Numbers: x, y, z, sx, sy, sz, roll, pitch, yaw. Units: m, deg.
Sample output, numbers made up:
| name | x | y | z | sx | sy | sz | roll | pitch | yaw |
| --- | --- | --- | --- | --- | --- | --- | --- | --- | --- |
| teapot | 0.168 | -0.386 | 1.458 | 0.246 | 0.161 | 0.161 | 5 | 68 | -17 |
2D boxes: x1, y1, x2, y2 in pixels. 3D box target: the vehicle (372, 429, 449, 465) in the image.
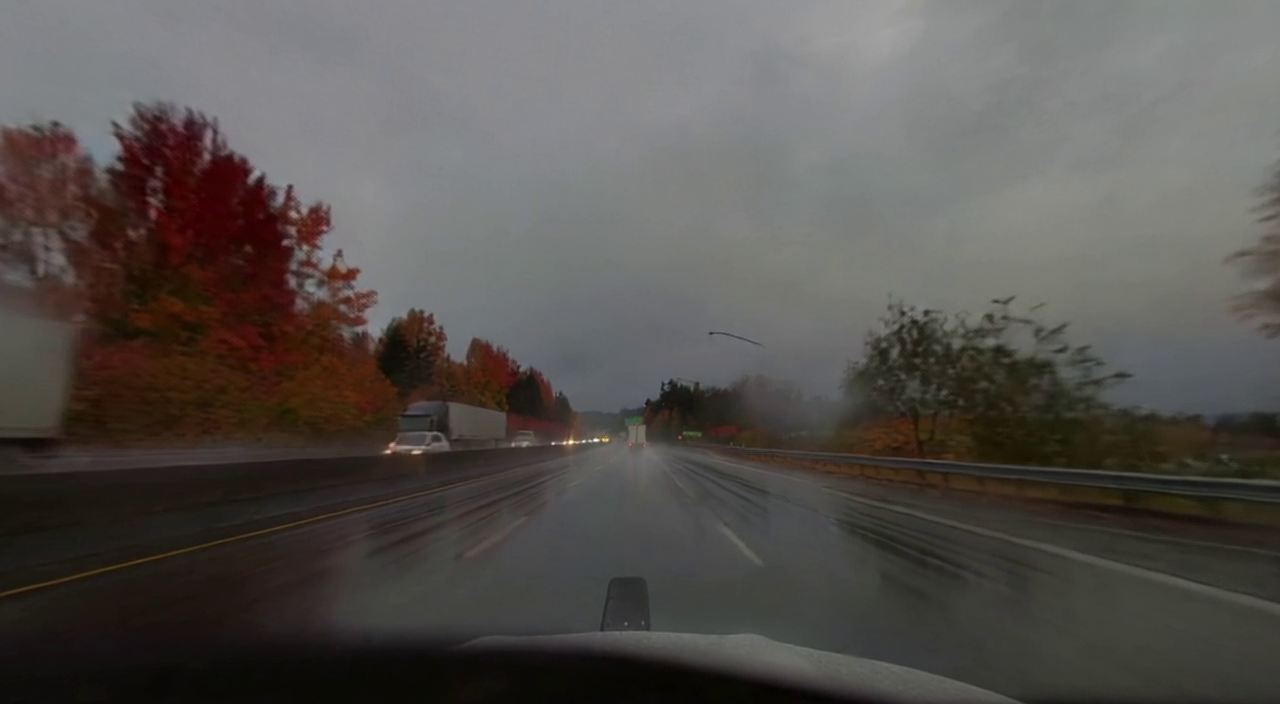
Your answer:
| name | x | y | z | sx | sy | sz | roll | pitch | yaw |
| --- | --- | --- | --- | --- | --- | --- | --- | --- | --- |
| vehicle | -11.468 | 4.777 | 31.806 | 2.064 | 1.654 | 4.828 | 0 | -8 | 0 |

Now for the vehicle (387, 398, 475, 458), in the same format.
| name | x | y | z | sx | sy | sz | roll | pitch | yaw |
| --- | --- | --- | --- | --- | --- | --- | --- | --- | --- |
| vehicle | -15.625 | 5.922 | 48.150 | 3.051 | 4.038 | 10.652 | 0 | -8 | 0 |
